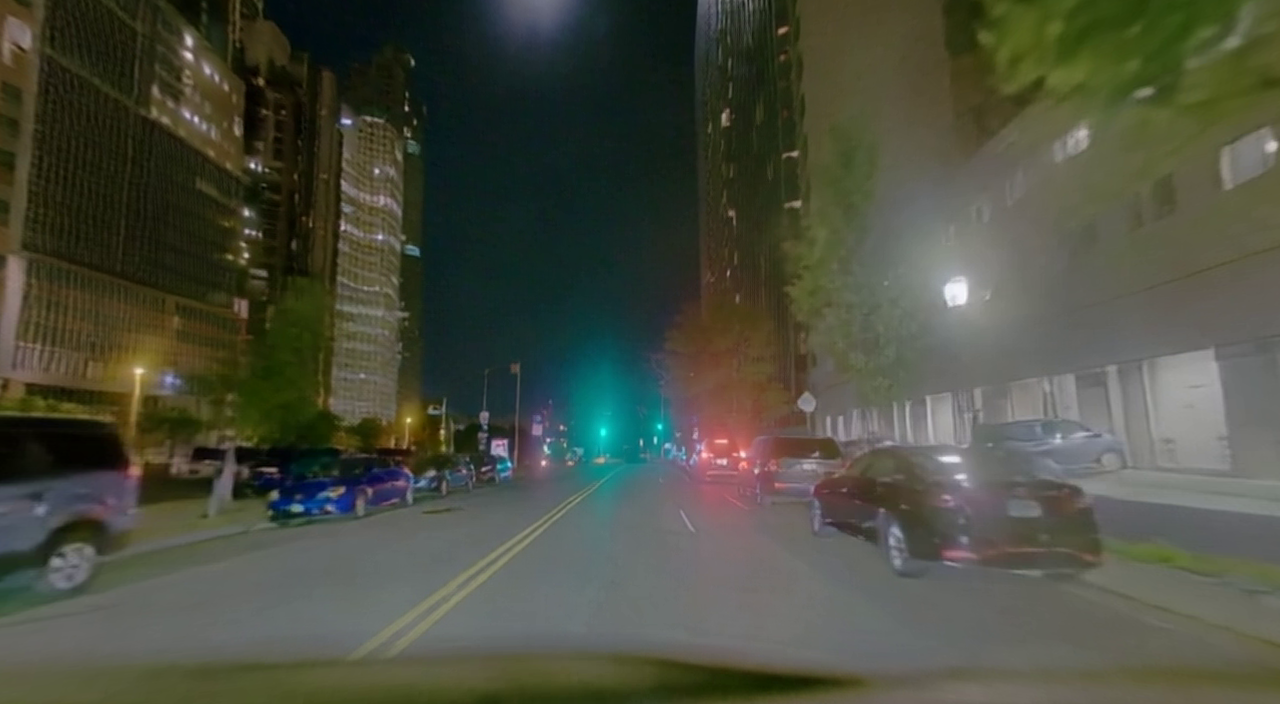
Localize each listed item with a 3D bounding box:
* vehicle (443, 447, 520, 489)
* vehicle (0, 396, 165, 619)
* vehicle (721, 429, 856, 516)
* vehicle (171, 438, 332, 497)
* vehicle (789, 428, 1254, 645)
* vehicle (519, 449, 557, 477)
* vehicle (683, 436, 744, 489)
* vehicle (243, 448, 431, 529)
[{"bbox_3d":[-6.569,4.954,26.767,2.033,1.523,4.867,-3,-12,0],"label":"vehicle"},{"bbox_3d":[-6.681,1.319,5.149,2.008,1.969,4.740,0,-8,-2],"label":"vehicle"},{"bbox_3d":[3.327,2.800,15.360,1.886,1.740,5.167,0,-8,-2],"label":"vehicle"},{"bbox_3d":[-13.629,4.036,22.378,4.520,1.675,1.843,-4,-7,-2],"label":"vehicle"},{"bbox_3d":[3.202,1.612,6.825,1.908,1.461,4.873,0,-8,-1],"label":"vehicle"},{"bbox_3d":[-6.912,7.511,43.120,1.893,1.758,4.019,0,-8,0],"label":"vehicle"},{"bbox_3d":[2.762,4.257,24.734,1.954,1.845,4.682,0,-8,1],"label":"vehicle"},{"bbox_3d":[-6.592,2.970,14.493,1.913,1.479,4.714,0,-8,1],"label":"vehicle"}]
